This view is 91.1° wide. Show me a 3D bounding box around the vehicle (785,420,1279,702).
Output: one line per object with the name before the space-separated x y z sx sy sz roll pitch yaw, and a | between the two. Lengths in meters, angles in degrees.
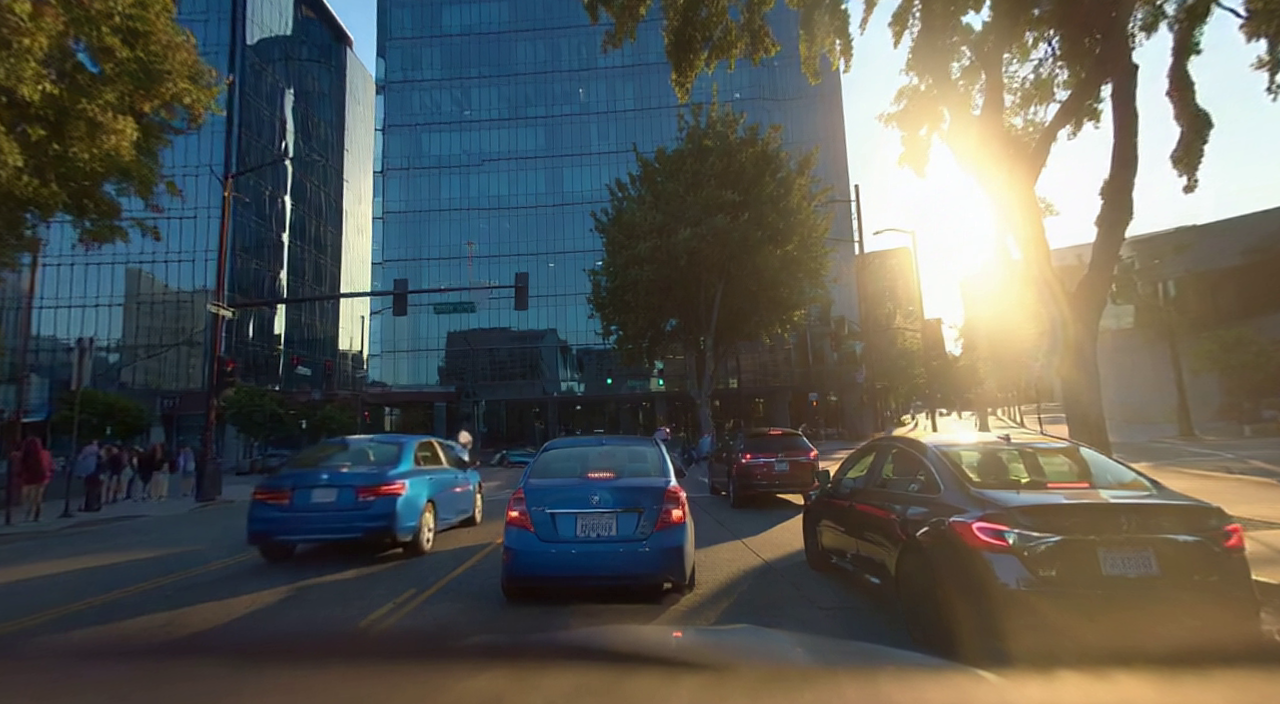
vehicle | 2.752 1.405 5.451 1.952 1.464 4.165 0 -8 -1

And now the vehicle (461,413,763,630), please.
vehicle | -0.265 1.469 6.441 2.072 1.476 4.078 0 -8 -2

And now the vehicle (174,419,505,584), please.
vehicle | -3.264 1.703 8.011 2.068 1.513 4.221 0 -8 1

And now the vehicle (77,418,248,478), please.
vehicle | -24.465 4.947 32.403 6.756 2.955 2.367 0 -8 1
